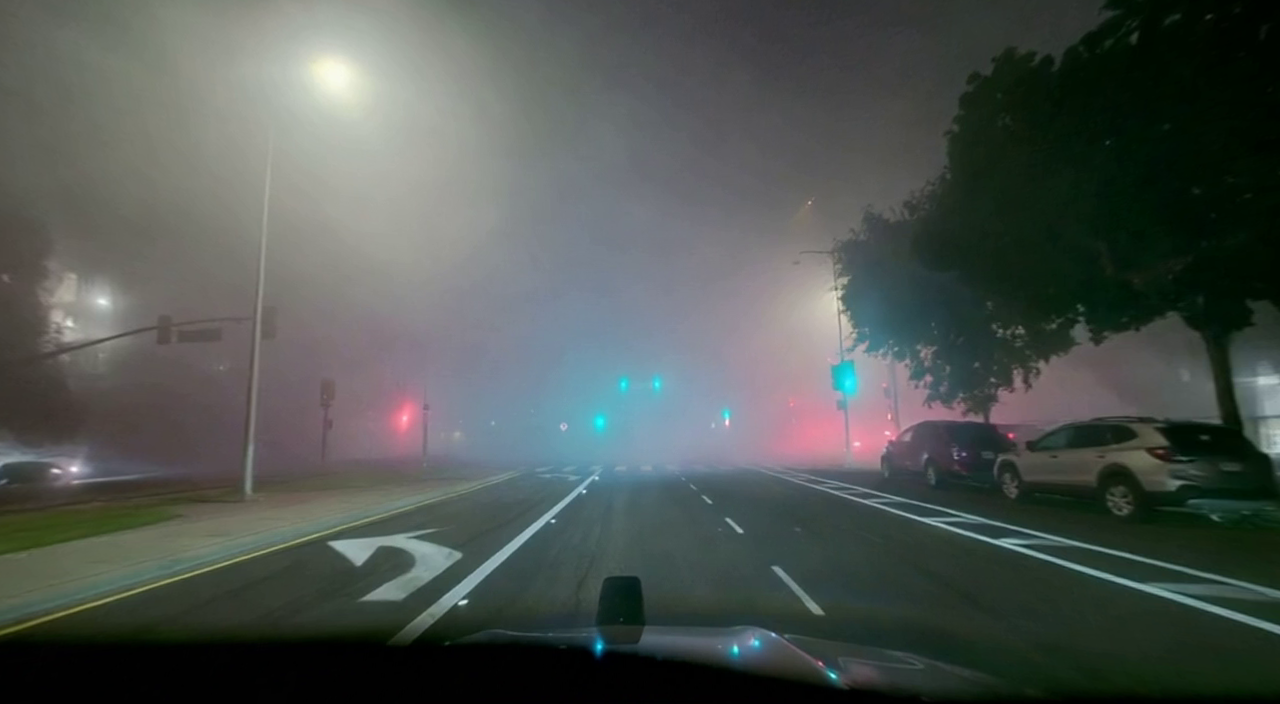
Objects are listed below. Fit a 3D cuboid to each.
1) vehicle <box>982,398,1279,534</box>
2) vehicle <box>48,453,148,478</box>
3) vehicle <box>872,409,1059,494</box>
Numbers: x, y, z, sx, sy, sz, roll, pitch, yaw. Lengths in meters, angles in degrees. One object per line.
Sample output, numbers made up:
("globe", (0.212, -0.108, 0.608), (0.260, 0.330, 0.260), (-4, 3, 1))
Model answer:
("vehicle", (7.988, 1.792, 10.429), (2.111, 1.710, 4.725), (-1, -8, 1))
("vehicle", (-35.399, 7.410, 41.321), (4.721, 1.464, 1.868), (0, -8, -1))
("vehicle", (8.059, 2.546, 16.367), (2.100, 1.828, 4.879), (0, -8, -2))
